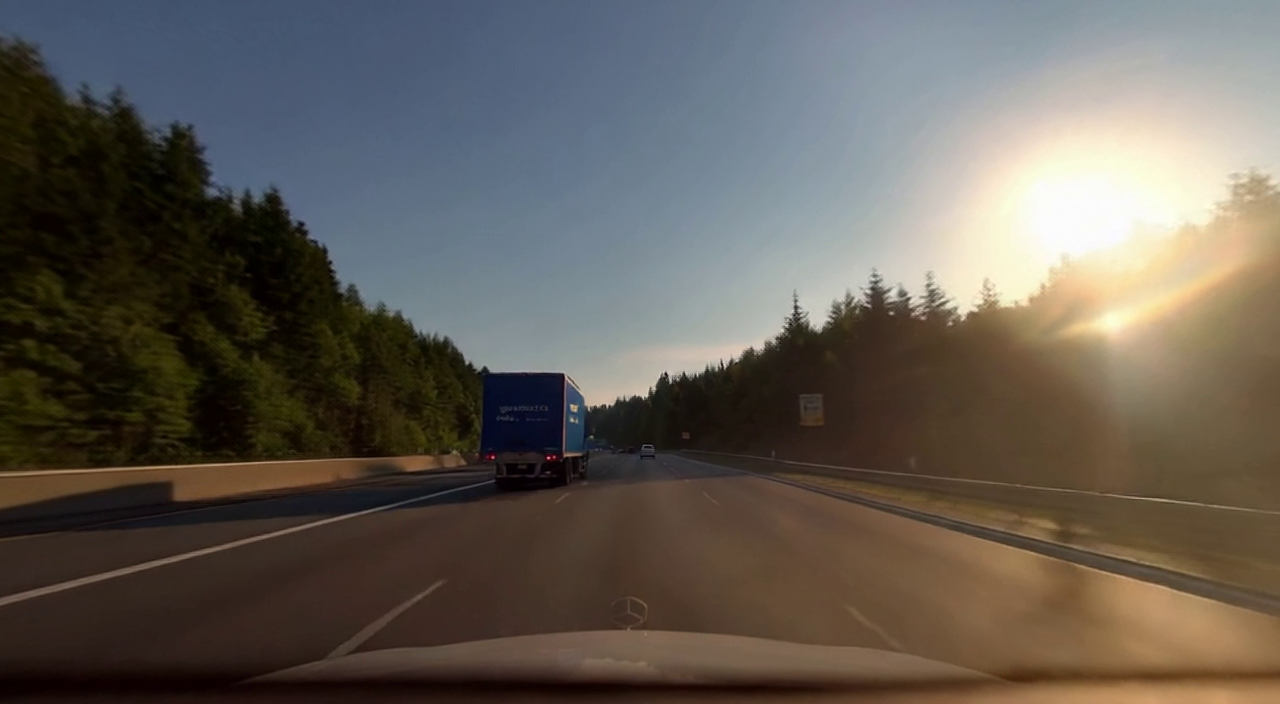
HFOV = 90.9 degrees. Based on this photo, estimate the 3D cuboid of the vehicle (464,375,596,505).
[{"bbox_3d":[-2.907,2.646,18.852,2.695,3.151,6.885,0,-9,0],"label":"vehicle"}]
